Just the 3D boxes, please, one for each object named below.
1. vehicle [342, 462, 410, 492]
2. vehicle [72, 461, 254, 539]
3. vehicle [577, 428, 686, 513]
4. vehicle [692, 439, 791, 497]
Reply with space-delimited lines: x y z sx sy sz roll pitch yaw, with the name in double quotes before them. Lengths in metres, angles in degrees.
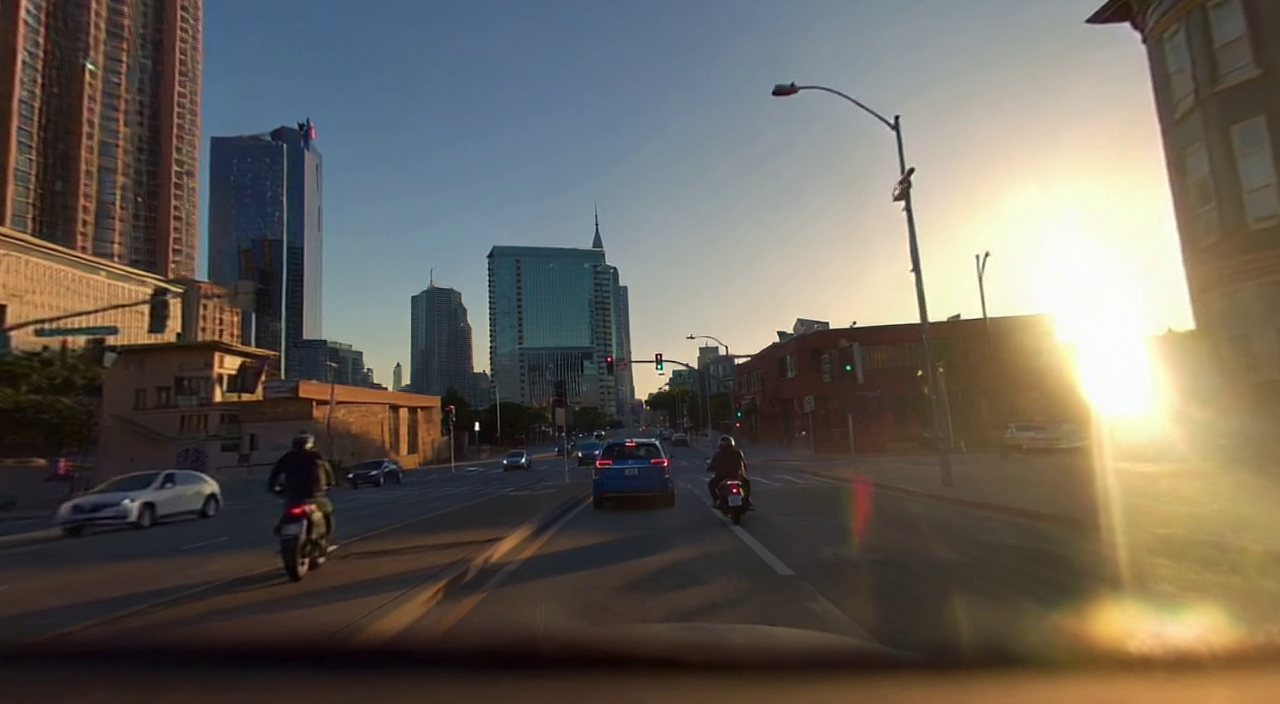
"vehicle" -14.896 7.052 35.881 1.963 1.492 4.885 0 -9 -3
"vehicle" -13.141 4.029 17.810 1.871 1.786 4.386 0 -9 -4
"vehicle" -0.164 2.781 15.252 2.265 1.748 4.130 0 -9 1
"vehicle" 2.873 3.387 18.847 2.101 1.507 4.355 0 -9 -2
